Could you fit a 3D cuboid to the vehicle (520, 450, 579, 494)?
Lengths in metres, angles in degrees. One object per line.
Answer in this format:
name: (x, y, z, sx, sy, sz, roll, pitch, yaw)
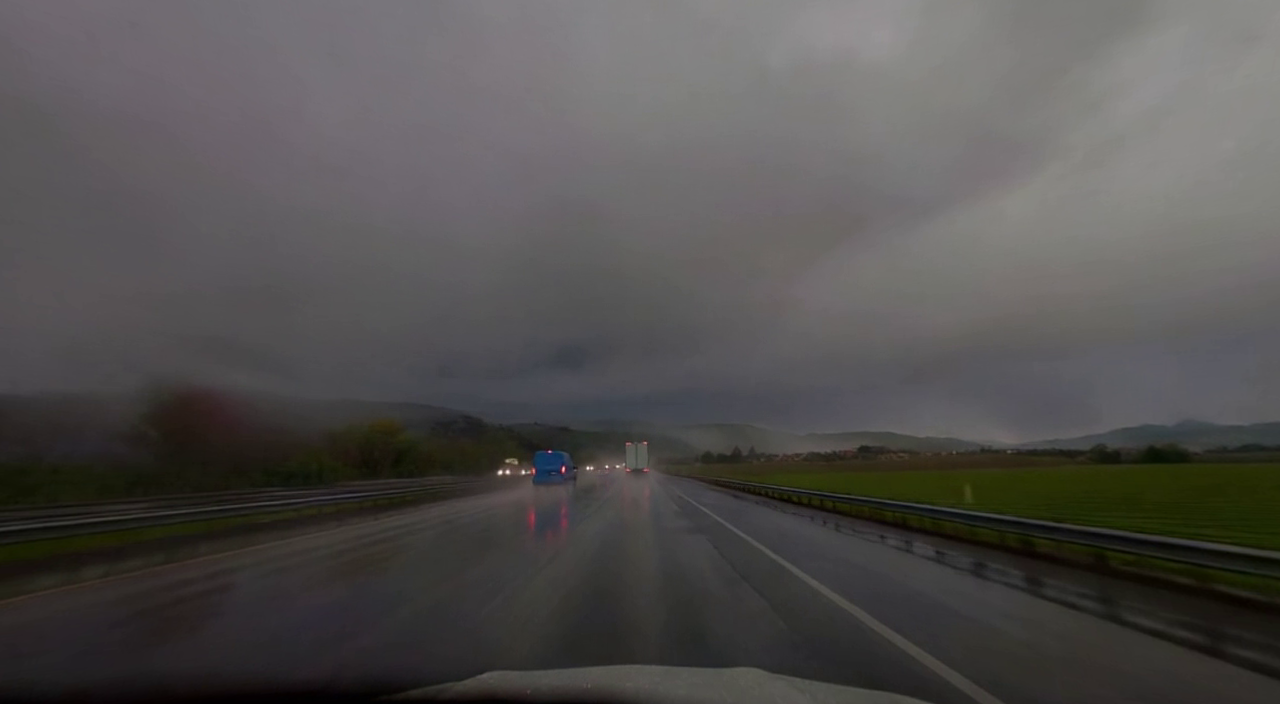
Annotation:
vehicle: (-4.389, 5.922, 31.299, 2.208, 1.973, 4.716, 1, -10, 0)
